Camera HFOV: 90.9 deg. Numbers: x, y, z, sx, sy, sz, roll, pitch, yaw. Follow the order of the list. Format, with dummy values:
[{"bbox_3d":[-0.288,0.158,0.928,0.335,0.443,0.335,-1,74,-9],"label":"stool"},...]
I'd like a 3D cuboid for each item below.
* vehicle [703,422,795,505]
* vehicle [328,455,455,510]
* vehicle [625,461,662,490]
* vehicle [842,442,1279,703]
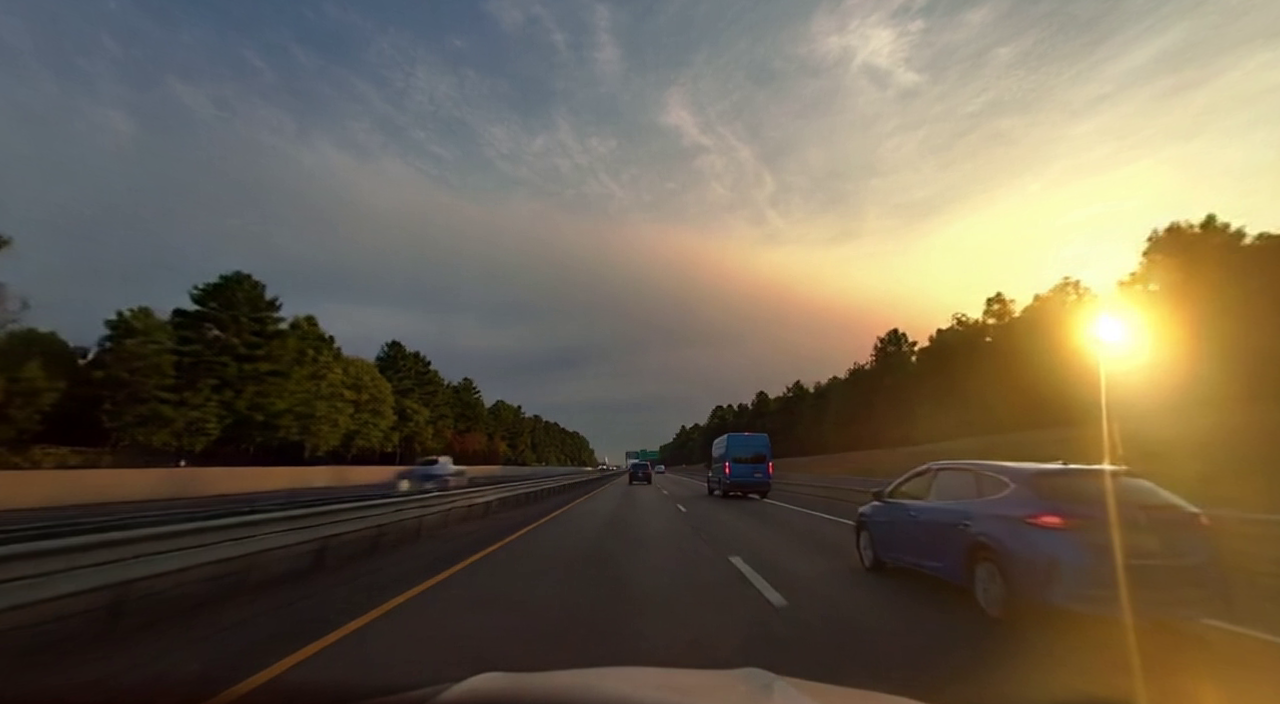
[{"bbox_3d":[4.384,4.746,26.778,2.563,2.975,6.941,1,-10,-1],"label":"vehicle"},{"bbox_3d":[-8.336,4.447,21.791,2.327,1.627,4.835,0,-10,1],"label":"vehicle"},{"bbox_3d":[0.232,7.815,39.955,2.212,1.717,4.452,1,-10,1],"label":"vehicle"},{"bbox_3d":[3.887,1.772,6.225,2.073,1.532,4.969,1,-10,-1],"label":"vehicle"}]
